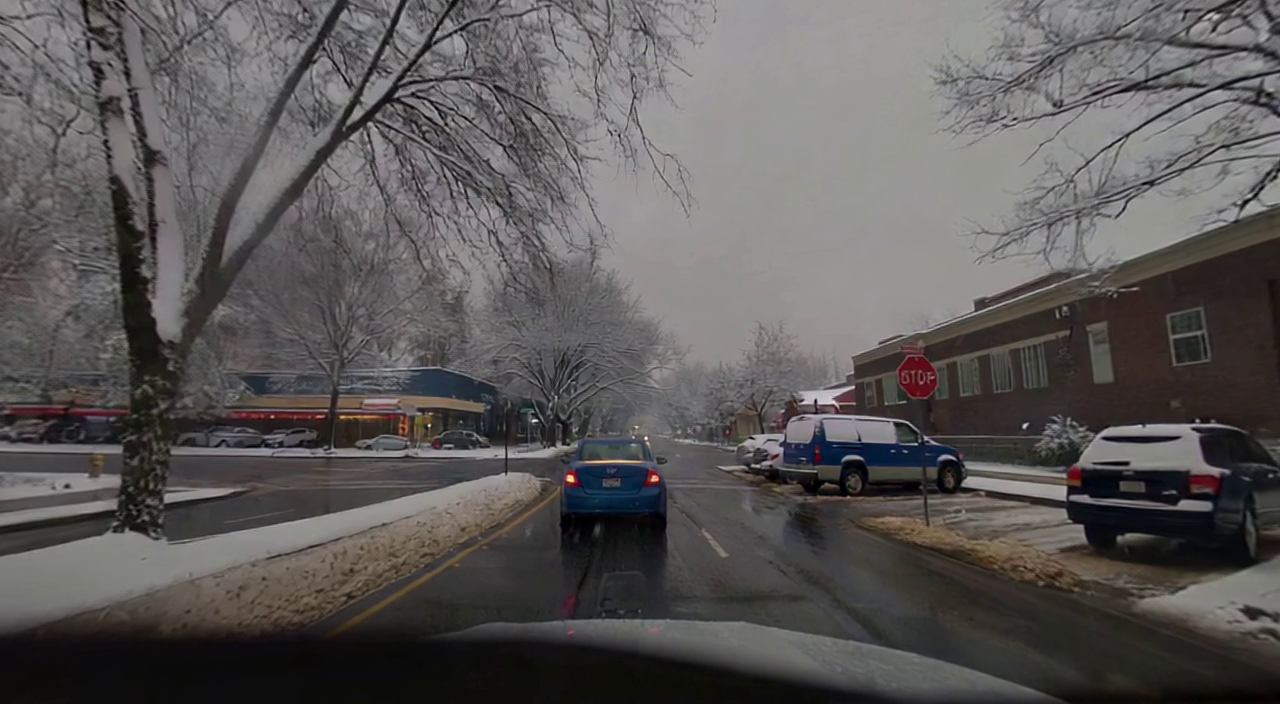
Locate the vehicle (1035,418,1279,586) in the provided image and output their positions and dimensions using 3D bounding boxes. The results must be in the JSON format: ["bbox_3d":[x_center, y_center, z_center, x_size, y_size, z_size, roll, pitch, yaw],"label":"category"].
[{"bbox_3d":[7.260,1.767,8.234,3.957,1.650,1.971,5,-10,-33],"label":"vehicle"}]

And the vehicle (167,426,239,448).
[{"bbox_3d":[-32.391,6.322,46.863,3.915,1.574,1.850,0,-8,1],"label":"vehicle"}]

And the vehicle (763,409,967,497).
[{"bbox_3d":[6.337,2.808,17.743,5.385,2.146,2.143,4,-9,-26],"label":"vehicle"}]

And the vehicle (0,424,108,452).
[{"bbox_3d":[-32.300,4.740,34.785,4.006,1.491,2.007,1,-9,-6],"label":"vehicle"}]

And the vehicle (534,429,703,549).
[{"bbox_3d":[-0.322,2.020,10.052,2.065,1.450,4.522,0,-8,-2],"label":"vehicle"}]
